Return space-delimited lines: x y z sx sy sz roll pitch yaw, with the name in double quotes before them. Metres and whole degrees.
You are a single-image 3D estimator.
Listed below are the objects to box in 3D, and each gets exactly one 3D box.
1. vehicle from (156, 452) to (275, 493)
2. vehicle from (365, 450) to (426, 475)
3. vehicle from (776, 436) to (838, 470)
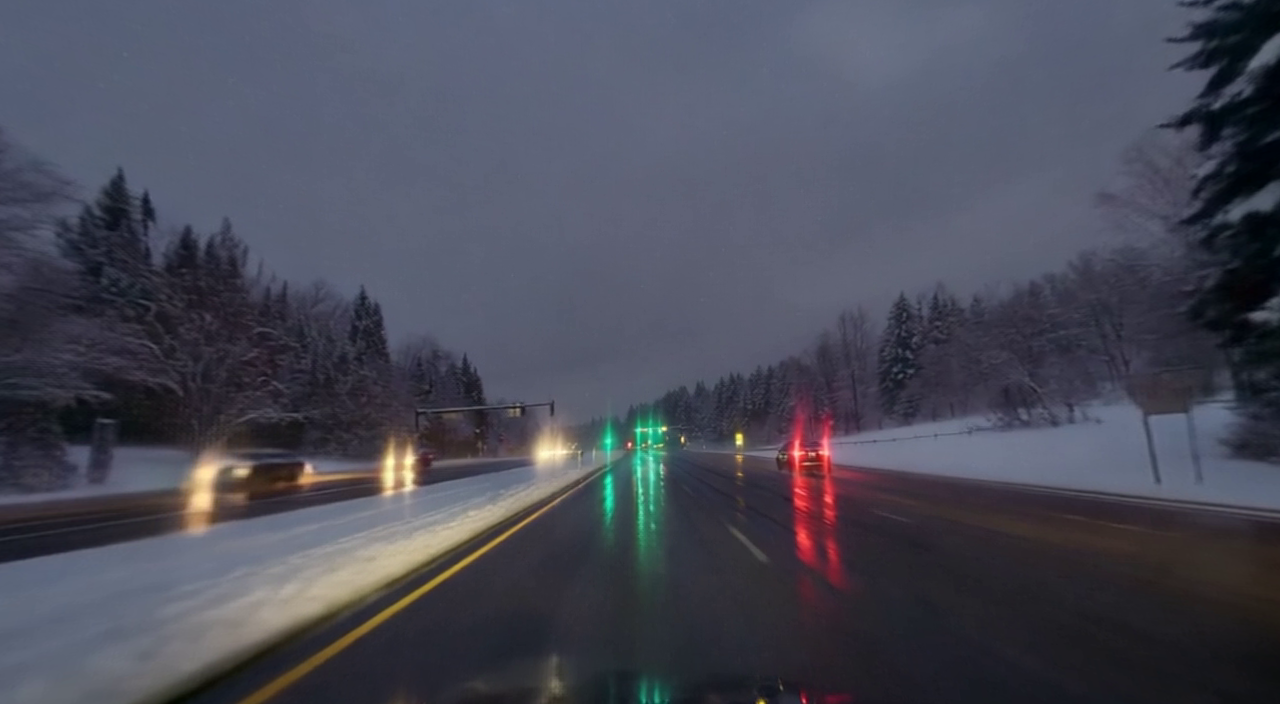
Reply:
"vehicle" -18.670 5.276 27.980 2.043 1.627 4.595 0 -9 1
"vehicle" -15.505 7.023 40.237 1.972 1.473 4.632 0 -9 1
"vehicle" 9.452 5.763 36.064 2.170 1.830 4.720 0 -9 0
